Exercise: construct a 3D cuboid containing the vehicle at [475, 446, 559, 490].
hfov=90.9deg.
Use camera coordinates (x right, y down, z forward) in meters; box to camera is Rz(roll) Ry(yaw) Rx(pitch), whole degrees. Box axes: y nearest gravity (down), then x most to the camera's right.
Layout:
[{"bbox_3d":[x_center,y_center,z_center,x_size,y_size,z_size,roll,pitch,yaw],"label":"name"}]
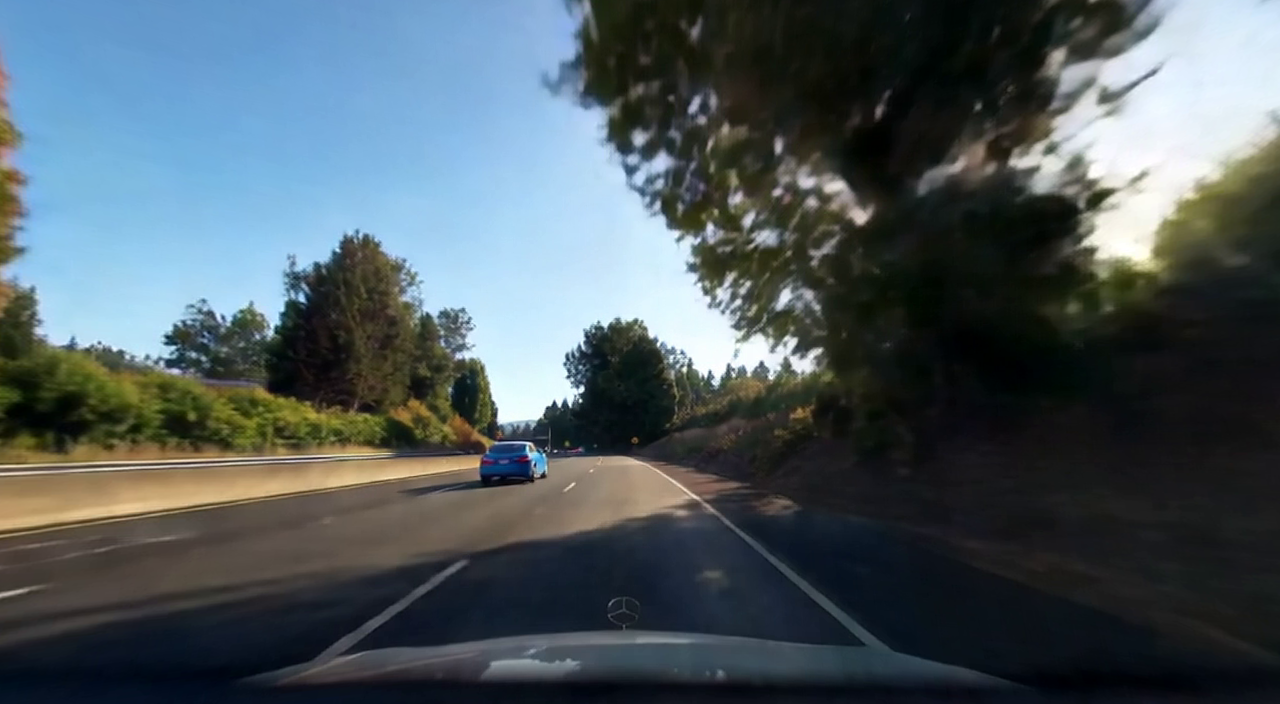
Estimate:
[{"bbox_3d":[-4.331,4.171,22.966,2.126,1.411,4.433,0,-9,1],"label":"vehicle"}]
